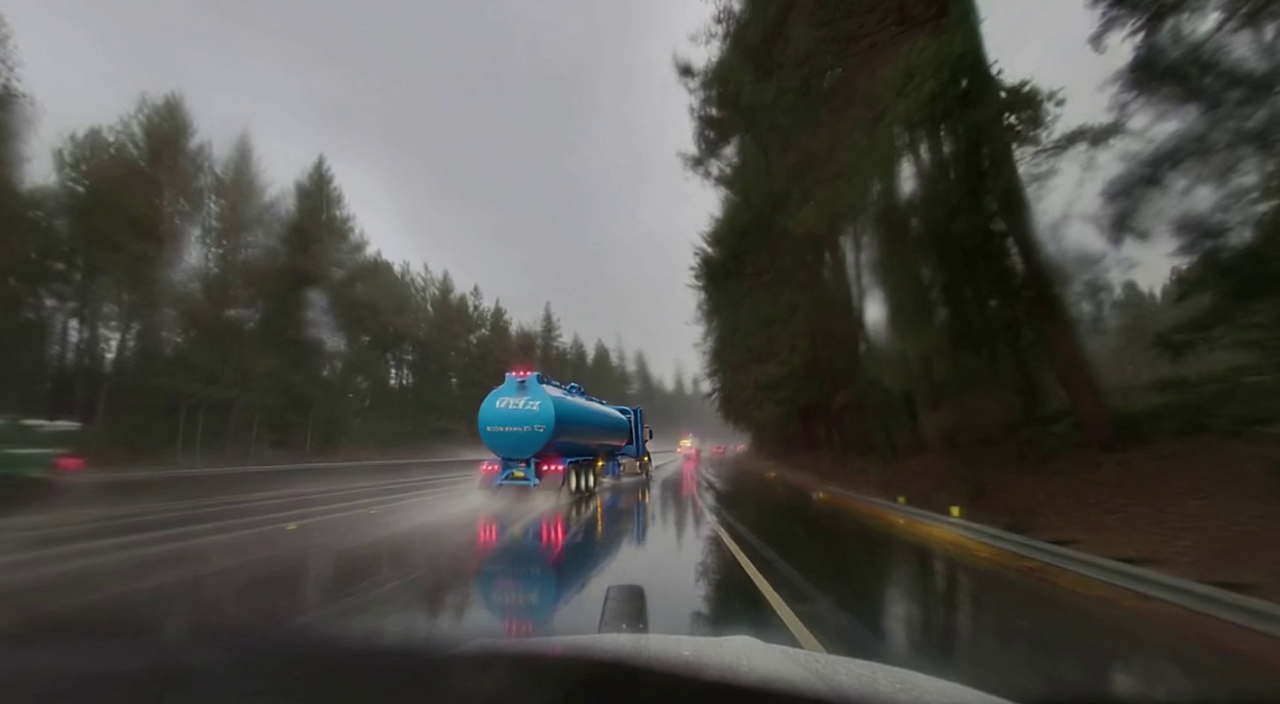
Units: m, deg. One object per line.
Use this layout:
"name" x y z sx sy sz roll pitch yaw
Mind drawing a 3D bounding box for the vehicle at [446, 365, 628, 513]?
"vehicle" -2.770 3.155 22.842 2.907 3.747 13.318 -1 -8 7
